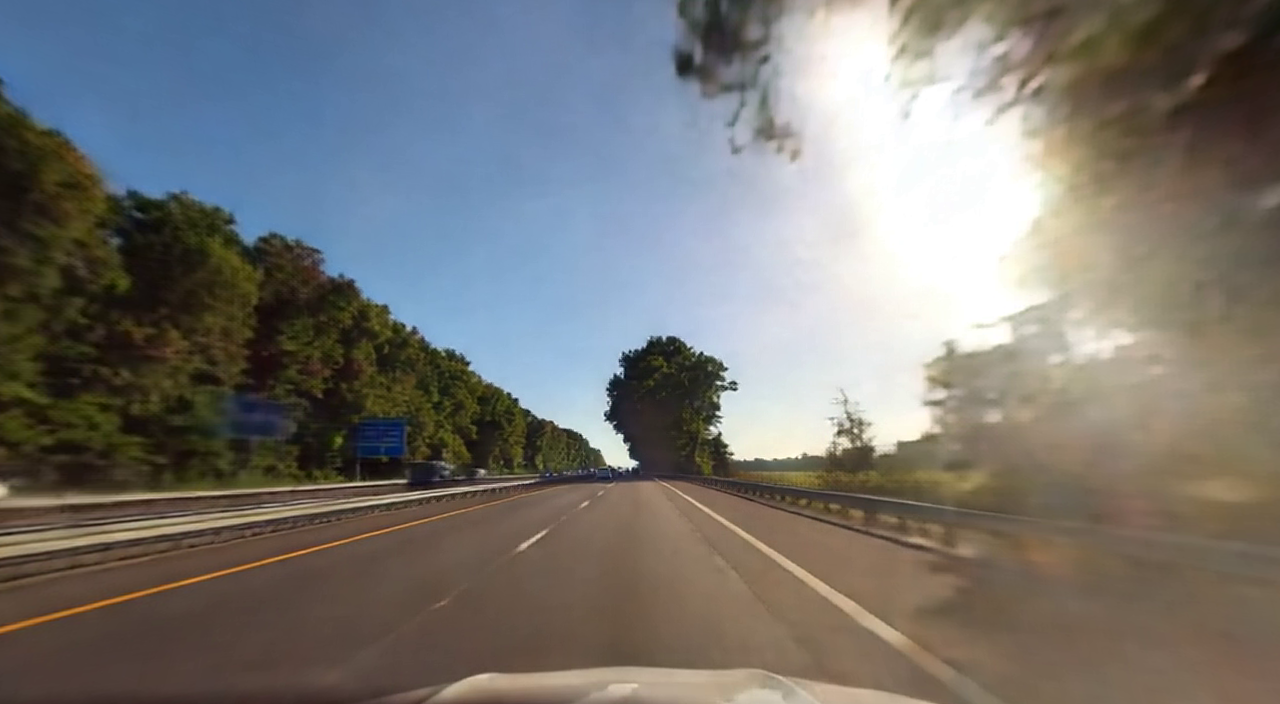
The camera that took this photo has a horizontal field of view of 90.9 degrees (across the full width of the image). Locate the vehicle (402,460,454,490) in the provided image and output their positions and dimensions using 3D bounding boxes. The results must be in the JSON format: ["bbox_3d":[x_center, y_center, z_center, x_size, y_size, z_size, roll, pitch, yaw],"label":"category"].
[{"bbox_3d":[-13.502,7.850,40.367,1.869,1.724,4.230,1,-10,0],"label":"vehicle"}]
